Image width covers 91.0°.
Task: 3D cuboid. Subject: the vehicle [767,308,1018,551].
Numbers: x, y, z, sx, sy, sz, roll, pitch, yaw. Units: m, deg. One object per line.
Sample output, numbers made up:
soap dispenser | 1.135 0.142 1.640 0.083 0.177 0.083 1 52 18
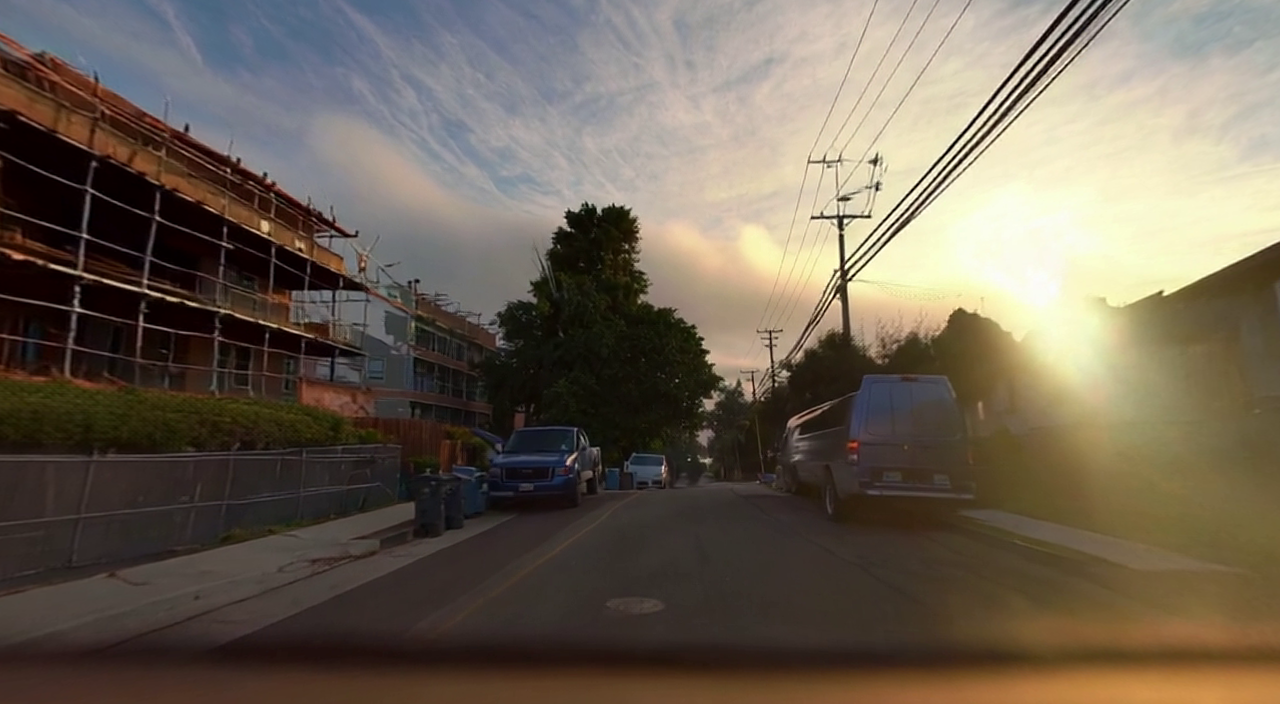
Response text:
vehicle | 4.940 1.906 14.968 2.915 3.793 9.963 0 -8 7

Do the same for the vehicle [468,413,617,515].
vehicle | -2.102 2.510 15.129 2.171 1.910 4.789 -2 -5 8

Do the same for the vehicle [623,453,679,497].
vehicle | 0.651 6.087 31.559 2.257 1.916 5.089 -1 -9 7

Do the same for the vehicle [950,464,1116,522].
vehicle | 15.744 5.641 25.555 5.321 1.857 1.976 -2 -3 14
